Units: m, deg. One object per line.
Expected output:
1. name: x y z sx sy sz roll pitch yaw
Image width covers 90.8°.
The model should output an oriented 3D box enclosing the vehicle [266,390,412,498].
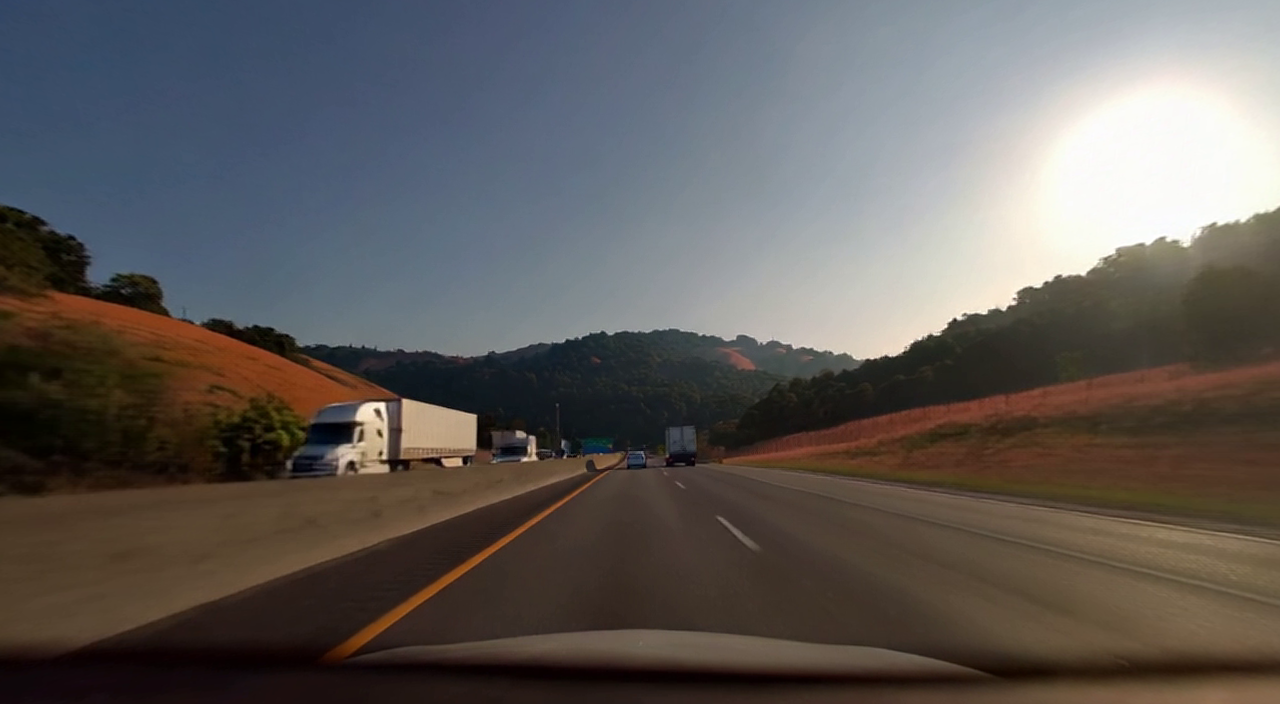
1. vehicle: -12.406 3.914 26.789 2.951 3.988 6.237 -1 -9 0

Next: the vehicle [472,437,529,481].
1. vehicle: -8.540 6.598 39.188 2.344 2.503 5.344 -1 -9 0
